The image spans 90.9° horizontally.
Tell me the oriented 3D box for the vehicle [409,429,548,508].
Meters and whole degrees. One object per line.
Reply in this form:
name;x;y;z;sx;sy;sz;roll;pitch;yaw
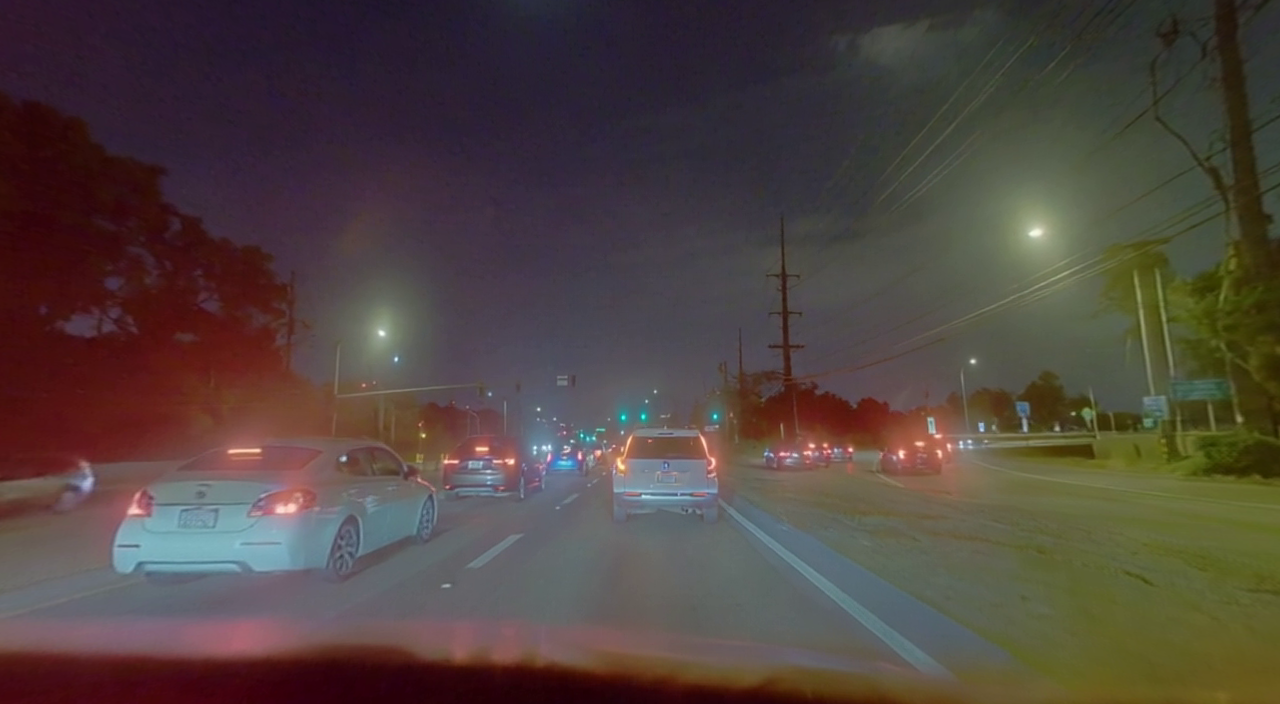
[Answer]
vehicle;-3.665;2.743;15.271;2.018;1.621;4.441;-1;-9;2

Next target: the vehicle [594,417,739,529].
vehicle;0.478;2.151;11.677;2.205;1.691;3.937;0;-9;2

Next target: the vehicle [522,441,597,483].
vehicle;-2.927;4.112;23.852;2.105;1.436;4.311;-1;-9;2

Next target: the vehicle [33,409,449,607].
vehicle;-3.822;1.552;7.115;1.999;1.563;4.007;0;-9;1
